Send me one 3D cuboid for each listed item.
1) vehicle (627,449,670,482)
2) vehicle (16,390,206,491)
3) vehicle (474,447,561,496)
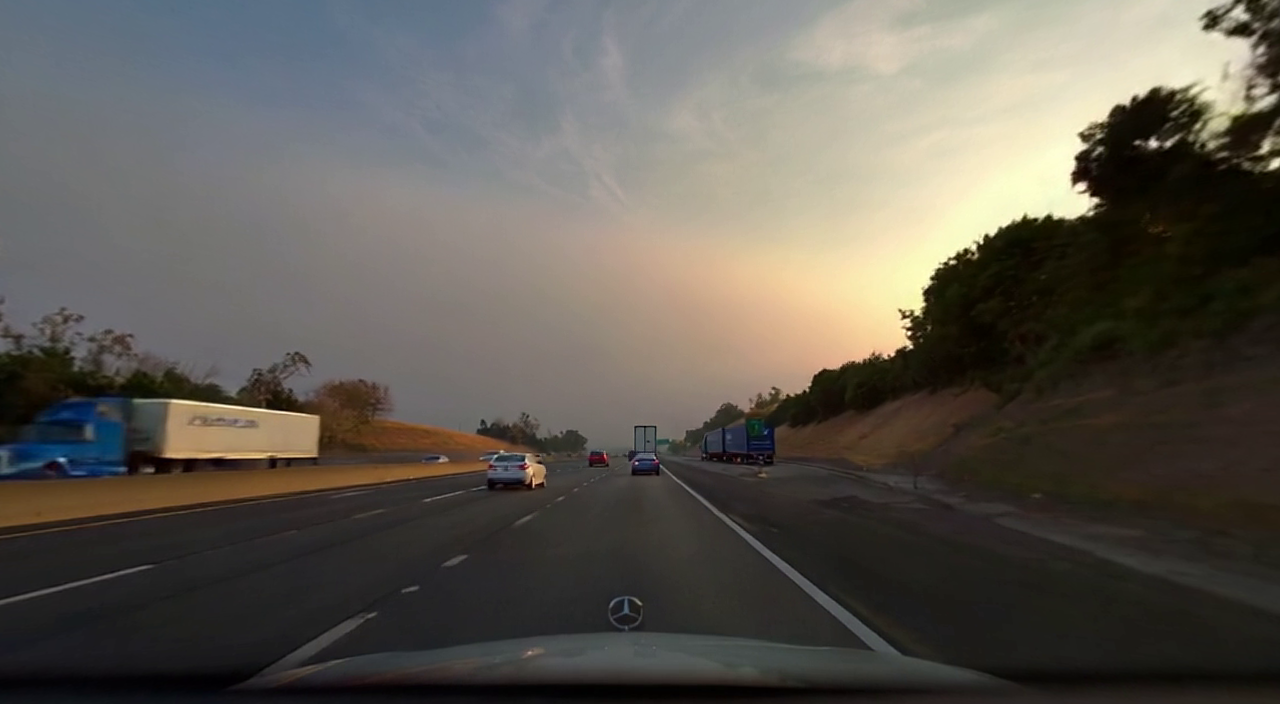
[{"bbox_3d":[0.375,5.479,30.622,1.991,1.507,3.391,0,-9,0],"label":"vehicle"},{"bbox_3d":[-23.084,3.971,28.072,2.981,3.978,5.937,0,-9,0],"label":"vehicle"},{"bbox_3d":[-4.053,4.027,21.642,2.018,1.504,4.431,0,-9,1],"label":"vehicle"}]
